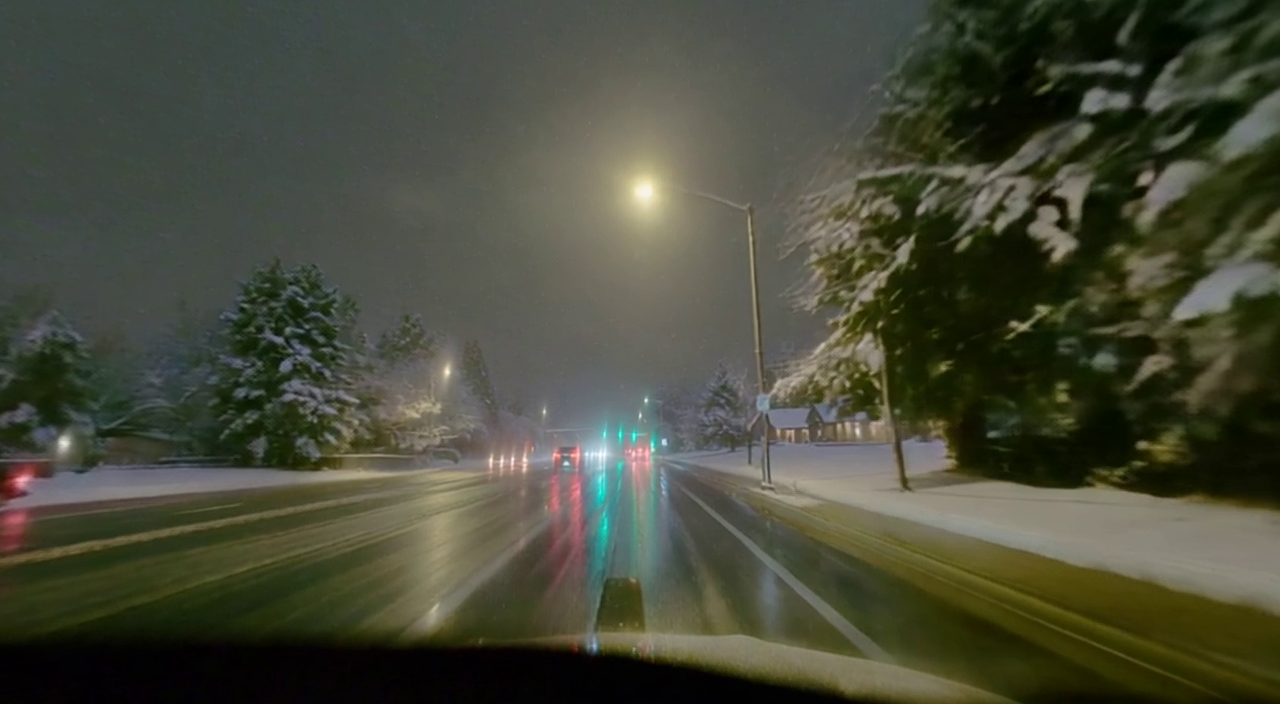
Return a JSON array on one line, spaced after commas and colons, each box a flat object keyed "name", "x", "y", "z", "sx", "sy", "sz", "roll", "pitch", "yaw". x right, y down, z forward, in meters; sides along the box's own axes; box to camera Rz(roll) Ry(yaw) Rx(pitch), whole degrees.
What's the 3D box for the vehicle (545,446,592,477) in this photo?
[{"name": "vehicle", "x": -3.670, "y": 5.699, "z": 33.155, "sx": 1.992, "sy": 1.447, "sz": 4.044, "roll": 0, "pitch": -8, "yaw": 0}]
